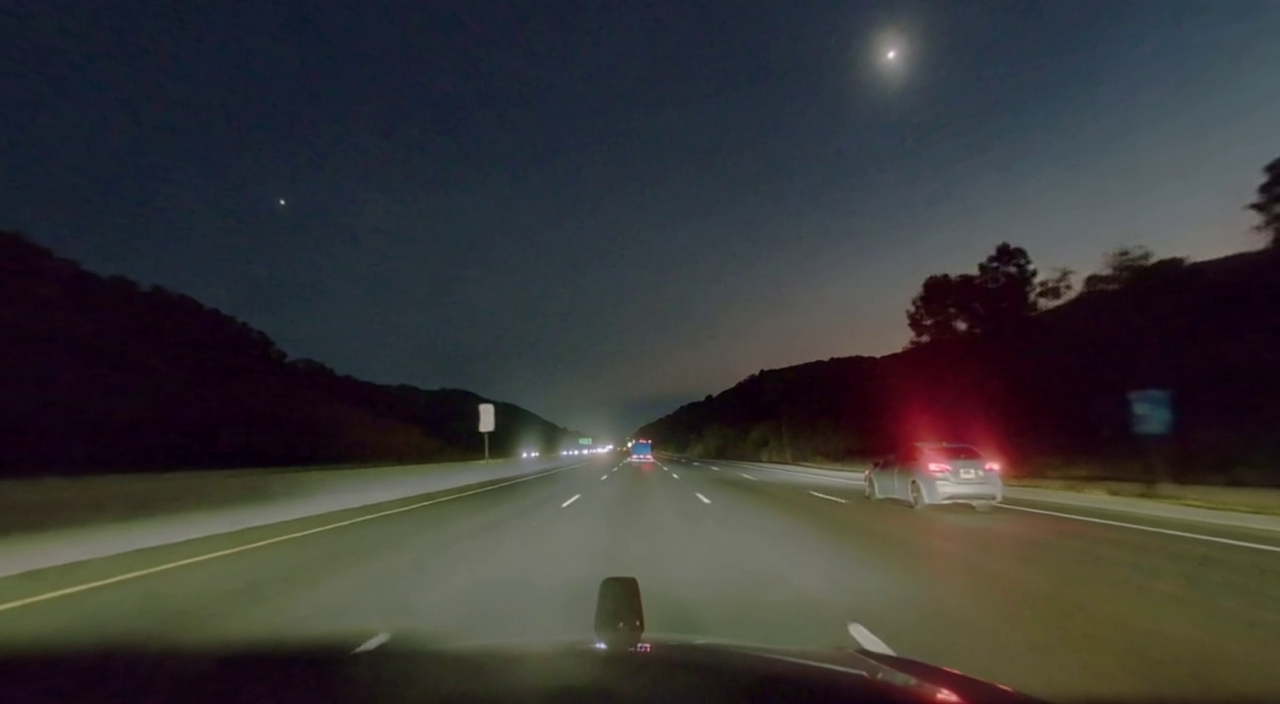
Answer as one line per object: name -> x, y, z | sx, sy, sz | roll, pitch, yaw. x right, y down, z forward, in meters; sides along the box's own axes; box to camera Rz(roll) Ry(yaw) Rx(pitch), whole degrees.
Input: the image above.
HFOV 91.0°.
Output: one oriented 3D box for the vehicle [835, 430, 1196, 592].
vehicle -> 4.179, 1.824, 8.063 | 1.976, 1.495, 4.217 | 0, -9, -1
